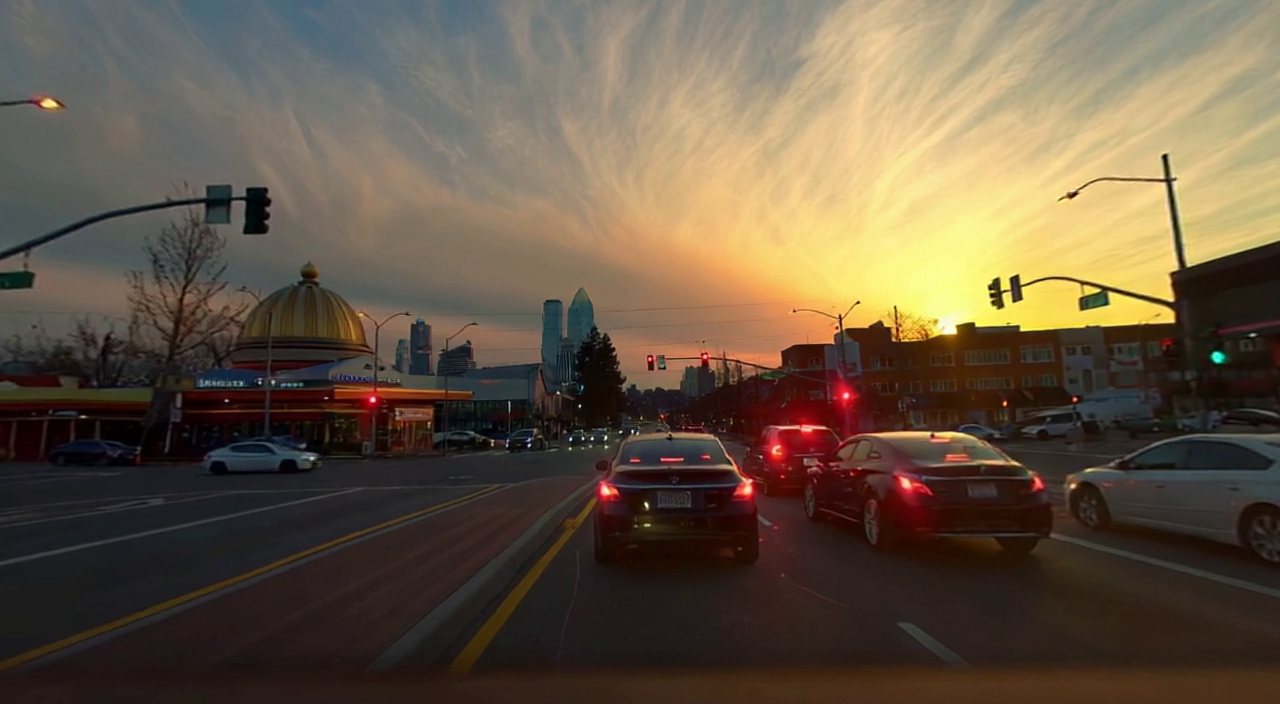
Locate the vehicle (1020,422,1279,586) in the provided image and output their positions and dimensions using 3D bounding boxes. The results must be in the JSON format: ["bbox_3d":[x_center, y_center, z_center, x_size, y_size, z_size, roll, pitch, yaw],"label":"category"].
[{"bbox_3d":[6.770,1.589,7.217,2.059,1.458,4.395,0,-8,-1],"label":"vehicle"}]

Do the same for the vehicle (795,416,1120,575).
[{"bbox_3d":[3.550,1.674,8.229,1.883,1.480,4.489,0,-8,0],"label":"vehicle"}]

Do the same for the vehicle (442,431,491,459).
[{"bbox_3d":[-12.021,6.502,44.079,2.122,1.829,4.559,0,-8,0],"label":"vehicle"}]

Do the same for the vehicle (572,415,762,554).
[{"bbox_3d":[0.255,1.731,8.880,2.073,1.496,3.892,0,-8,-1],"label":"vehicle"}]

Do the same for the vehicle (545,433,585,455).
[{"bbox_3d":[-5.295,6.592,45.114,2.200,1.480,4.292,0,-8,1],"label":"vehicle"}]

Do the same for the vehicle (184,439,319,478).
[{"bbox_3d":[-17.912,4.899,29.335,4.833,1.701,2.077,2,-8,-13],"label":"vehicle"}]

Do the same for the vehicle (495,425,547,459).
[{"bbox_3d":[-8.696,6.621,46.757,2.710,2.022,5.889,-2,-4,0],"label":"vehicle"}]
